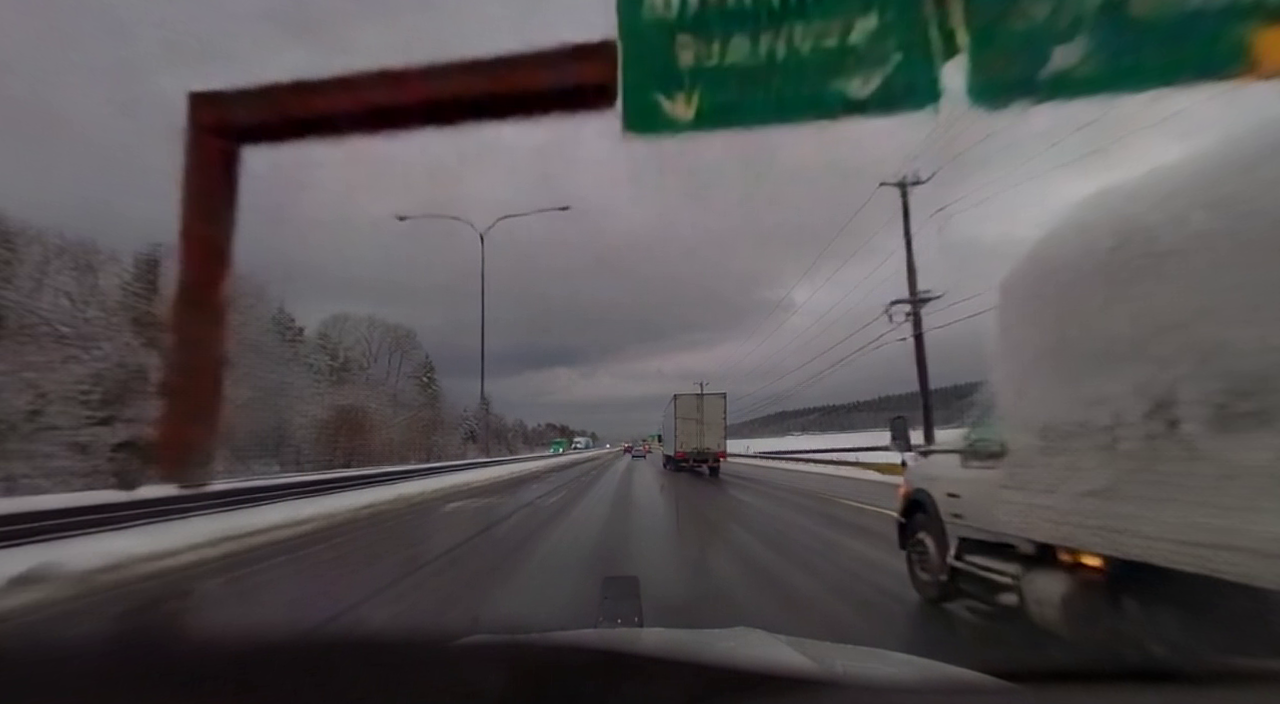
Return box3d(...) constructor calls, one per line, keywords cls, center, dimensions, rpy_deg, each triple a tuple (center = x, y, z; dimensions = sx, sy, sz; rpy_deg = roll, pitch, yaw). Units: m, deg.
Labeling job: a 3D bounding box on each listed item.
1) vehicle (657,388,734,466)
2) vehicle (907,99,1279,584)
box3d(cls="vehicle", center=(3.090, 5.157, 41.212), dimensions=(3.202, 4.046, 17.146), rpy_deg=(0, -9, -1))
box3d(cls="vehicle", center=(7.248, -0.340, 3.853), dimensions=(3.400, 4.134, 17.388), rpy_deg=(0, -9, -1))
